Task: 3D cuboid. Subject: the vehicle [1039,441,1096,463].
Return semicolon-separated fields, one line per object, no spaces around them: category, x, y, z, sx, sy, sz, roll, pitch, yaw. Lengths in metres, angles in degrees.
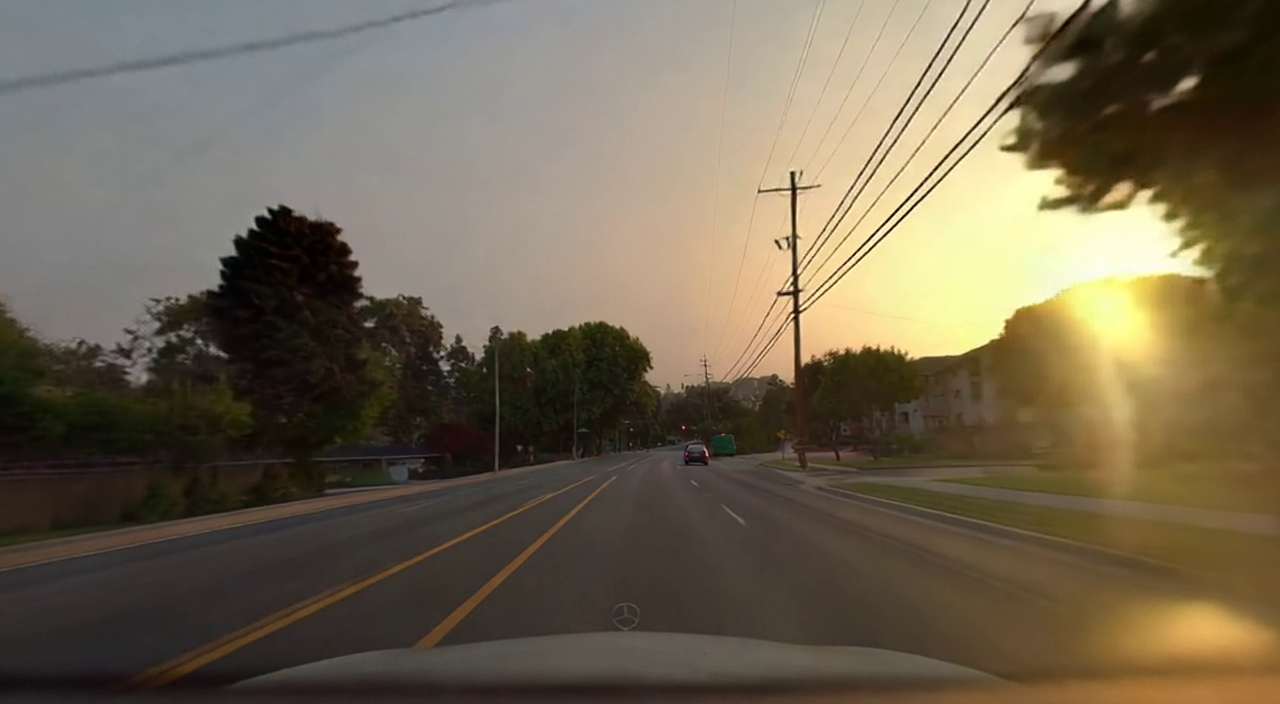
vehicle;29.143;6.806;43.167;1.751;1.408;4.127;-2;-9;13

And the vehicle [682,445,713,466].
vehicle;4.139;7.577;46.421;2.015;1.467;4.117;0;-9;2
